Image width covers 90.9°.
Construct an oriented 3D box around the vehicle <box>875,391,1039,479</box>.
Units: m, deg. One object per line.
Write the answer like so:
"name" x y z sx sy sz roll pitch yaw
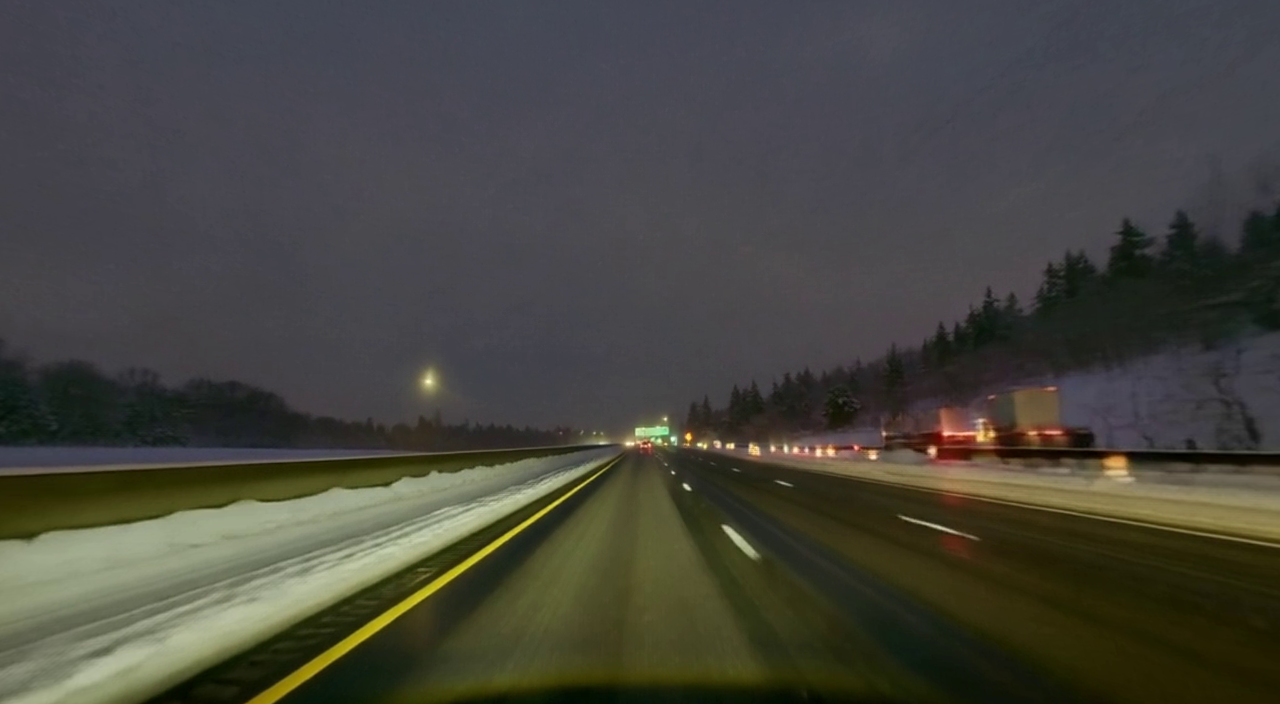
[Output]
"vehicle" 13.197 3.609 27.205 2.905 3.106 7.417 -3 -8 -1
